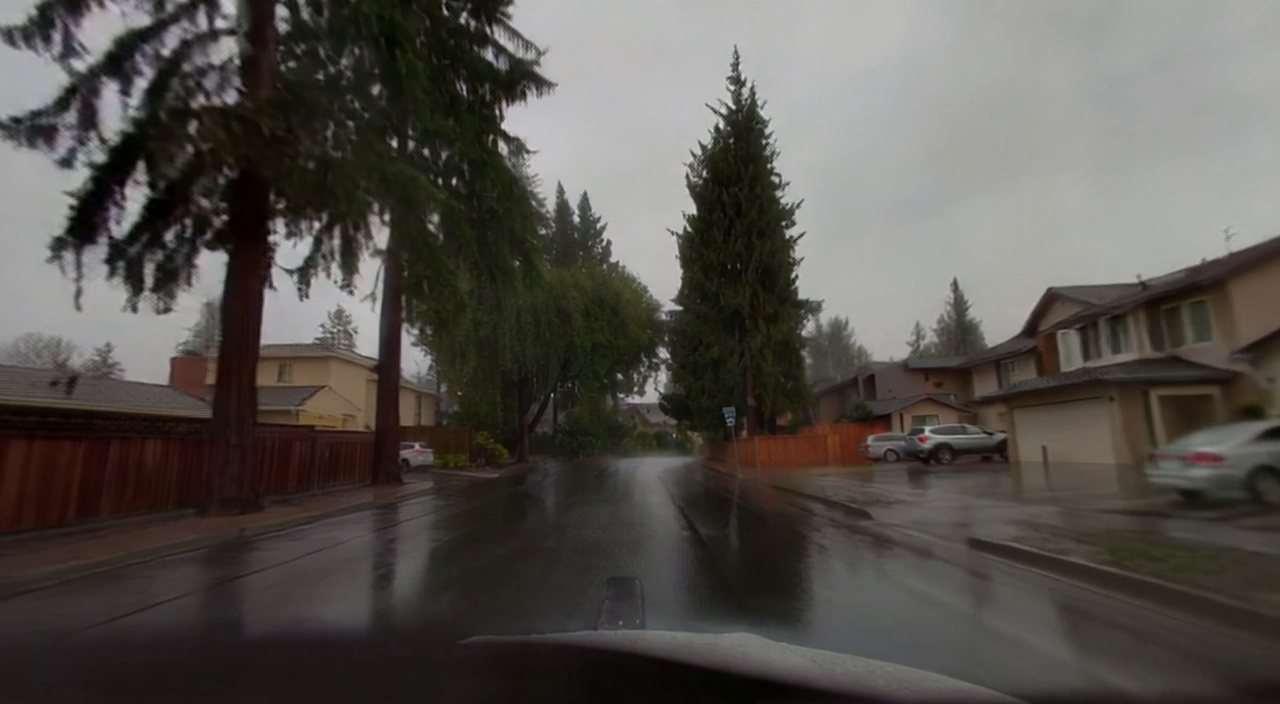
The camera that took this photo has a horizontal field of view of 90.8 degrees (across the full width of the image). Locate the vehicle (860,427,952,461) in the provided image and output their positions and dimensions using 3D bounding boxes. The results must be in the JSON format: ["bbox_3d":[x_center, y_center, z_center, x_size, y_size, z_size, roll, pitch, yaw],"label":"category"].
[{"bbox_3d":[12.978,4.544,31.063,3.780,1.601,2.025,-2,-9,13],"label":"vehicle"}]

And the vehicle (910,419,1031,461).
[{"bbox_3d":[14.285,3.866,27.599,4.261,1.725,1.955,-2,-9,16],"label":"vehicle"}]

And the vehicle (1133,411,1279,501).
[{"bbox_3d":[11.756,1.819,11.211,4.415,1.457,1.797,0,-9,2],"label":"vehicle"}]

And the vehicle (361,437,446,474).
[{"bbox_3d":[-12.680,5.497,33.774,4.656,1.835,2.039,-7,-11,37],"label":"vehicle"}]
